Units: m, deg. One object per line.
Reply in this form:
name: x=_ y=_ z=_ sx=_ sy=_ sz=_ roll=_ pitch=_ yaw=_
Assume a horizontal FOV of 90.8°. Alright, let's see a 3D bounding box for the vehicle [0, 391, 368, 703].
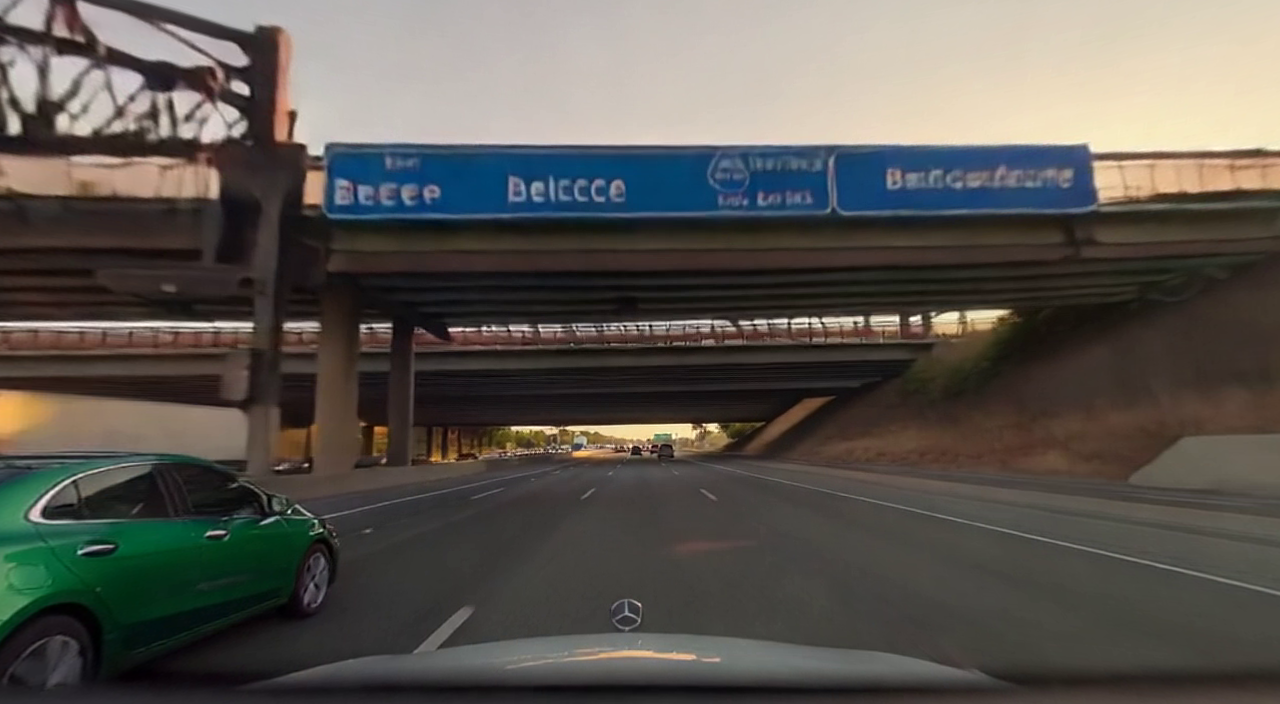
vehicle: x=-3.399 y=1.035 z=3.016 sx=2.180 sy=1.537 sz=4.459 roll=0 pitch=-9 yaw=0
